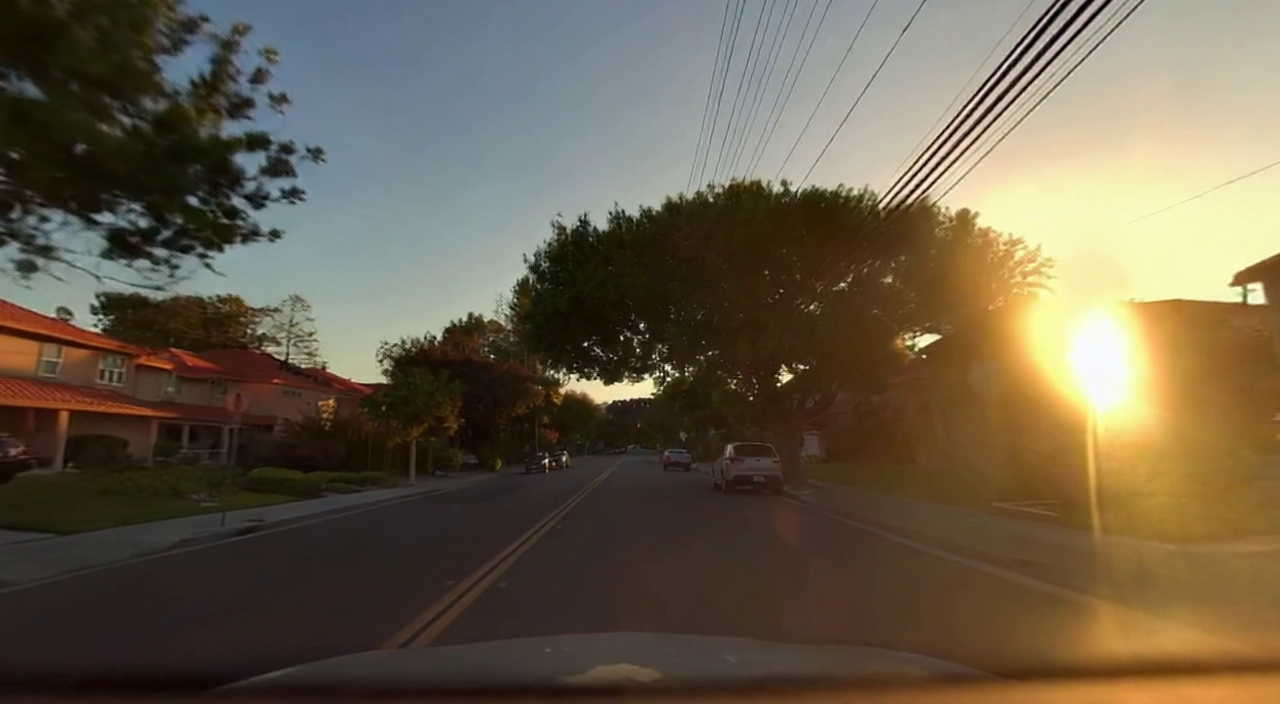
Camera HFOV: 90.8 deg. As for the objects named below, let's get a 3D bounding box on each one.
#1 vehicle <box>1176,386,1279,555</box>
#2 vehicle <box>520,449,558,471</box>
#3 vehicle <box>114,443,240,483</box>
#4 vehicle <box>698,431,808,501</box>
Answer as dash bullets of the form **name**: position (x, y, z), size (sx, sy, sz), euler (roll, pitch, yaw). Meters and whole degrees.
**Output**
- **vehicle**: position (9.535, 1.284, 6.951), size (5.490, 1.774, 1.867), euler (0, -9, 0)
- **vehicle**: position (-7.460, 8.050, 47.193), size (1.956, 1.515, 4.607), euler (-1, -9, 1)
- **vehicle**: position (-22.151, 5.315, 30.548), size (2.139, 1.746, 5.099), euler (0, -9, 1)
- **vehicle**: position (3.284, 3.448, 19.603), size (2.114, 1.858, 5.144), euler (0, -9, -4)
